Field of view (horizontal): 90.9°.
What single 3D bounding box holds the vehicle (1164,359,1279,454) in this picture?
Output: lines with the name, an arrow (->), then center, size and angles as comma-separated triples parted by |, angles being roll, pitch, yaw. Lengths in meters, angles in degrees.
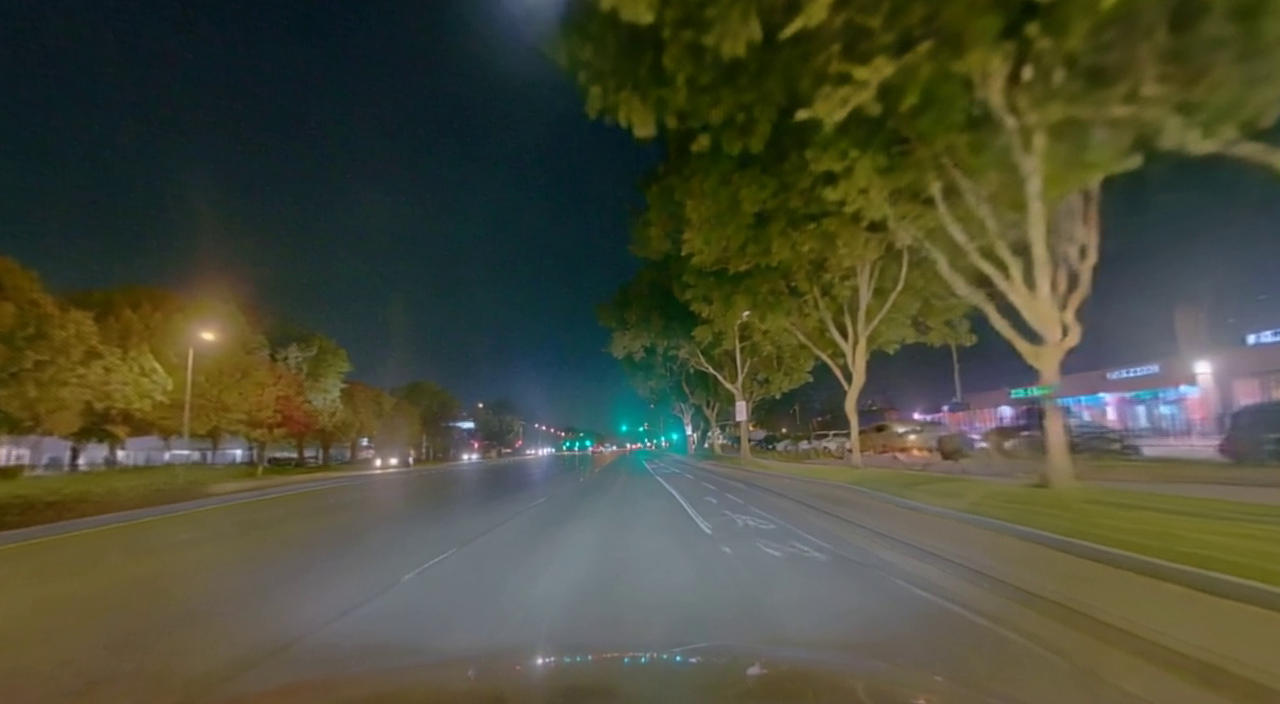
vehicle -> 12.749, 1.108, 12.028 | 3.982, 1.652, 1.747 | 1, -9, -5

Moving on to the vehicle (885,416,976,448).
vehicle -> 13.271, 3.689, 28.952 | 3.375, 1.411, 1.561 | 0, -9, 0

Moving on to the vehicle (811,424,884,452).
vehicle -> 12.569, 5.230, 38.318 | 3.742, 1.560, 1.822 | -1, -9, -2

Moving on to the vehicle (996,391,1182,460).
vehicle -> 11.931, 1.986, 16.911 | 3.618, 1.433, 1.661 | -5, -7, -1
